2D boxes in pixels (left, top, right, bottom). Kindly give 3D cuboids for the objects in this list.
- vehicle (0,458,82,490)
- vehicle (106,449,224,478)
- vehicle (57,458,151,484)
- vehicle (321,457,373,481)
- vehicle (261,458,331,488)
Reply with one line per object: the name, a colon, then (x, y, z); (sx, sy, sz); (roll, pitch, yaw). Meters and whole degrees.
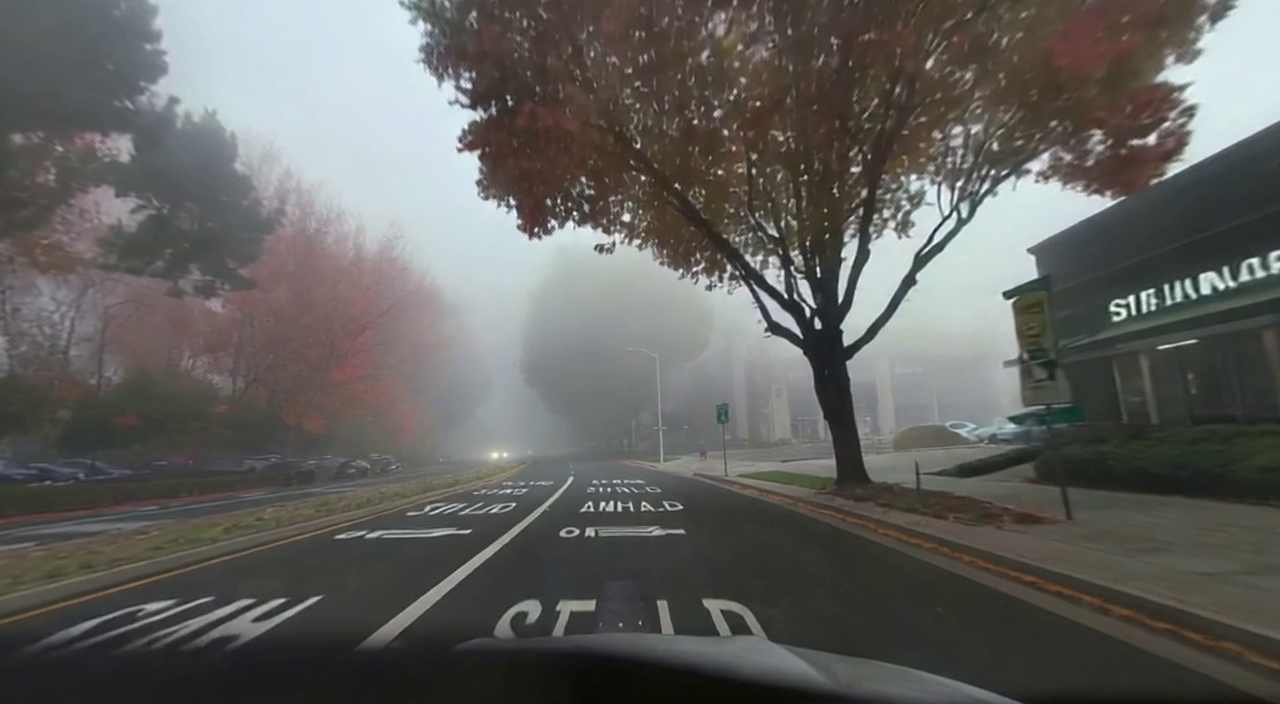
vehicle: (-29.961, 5.972, 30.752); (3.510, 1.422, 1.674); (0, -8, -4)
vehicle: (-30.979, 7.259, 41.095); (5.746, 1.807, 2.140); (1, -9, -7)
vehicle: (-30.539, 6.777, 35.843); (3.598, 1.407, 1.740); (1, -9, -5)
vehicle: (-21.121, 8.430, 45.407); (1.887, 1.490, 4.432); (1, -9, -5)
vehicle: (-20.069, 7.028, 36.815); (1.956, 1.550, 4.375); (1, -9, -5)
